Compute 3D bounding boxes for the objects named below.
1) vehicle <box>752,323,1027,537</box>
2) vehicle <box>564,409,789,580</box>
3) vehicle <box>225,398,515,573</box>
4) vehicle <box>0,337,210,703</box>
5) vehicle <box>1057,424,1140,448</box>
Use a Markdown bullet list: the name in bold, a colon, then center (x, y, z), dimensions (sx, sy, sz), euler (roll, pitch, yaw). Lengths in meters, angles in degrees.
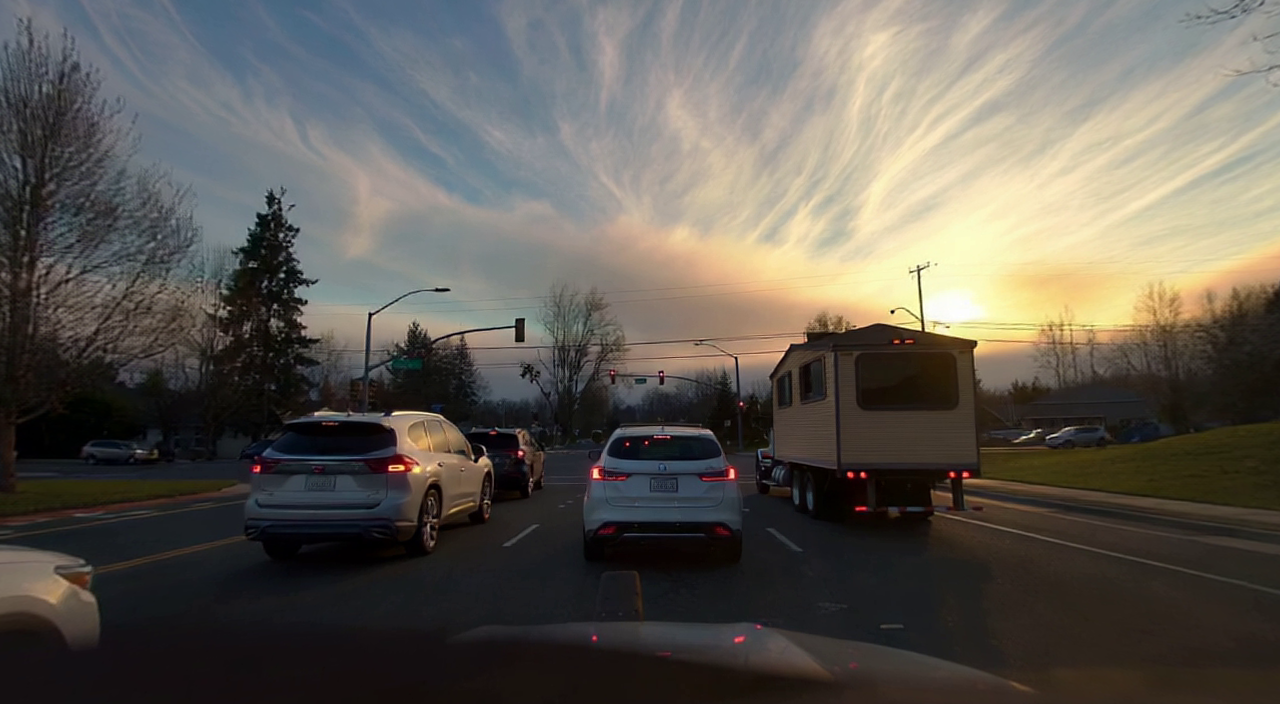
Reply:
- **vehicle**: center (3.699, 1.402, 11.014), dimensions (2.531, 2.750, 5.595), euler (0, -9, 1)
- **vehicle**: center (0.369, 1.709, 8.324), dimensions (2.189, 1.649, 4.171), euler (0, -9, 0)
- **vehicle**: center (-3.258, 1.721, 8.859), dimensions (2.085, 1.812, 4.388), euler (0, -9, 0)
- **vehicle**: center (-3.423, 0.678, 1.481), dimensions (1.952, 1.730, 4.116), euler (0, -9, -1)
- **vehicle**: center (33.178, 6.141, 45.886), dimensions (4.671, 1.595, 1.824), euler (-5, -10, 31)
